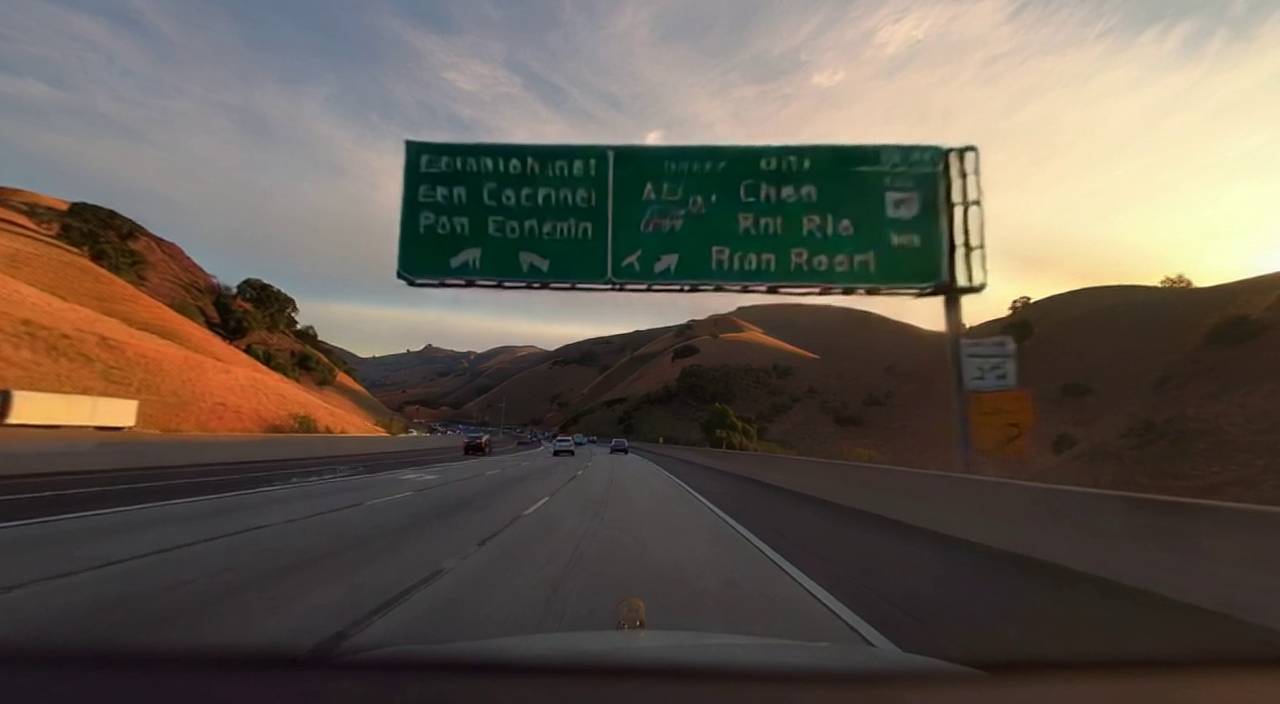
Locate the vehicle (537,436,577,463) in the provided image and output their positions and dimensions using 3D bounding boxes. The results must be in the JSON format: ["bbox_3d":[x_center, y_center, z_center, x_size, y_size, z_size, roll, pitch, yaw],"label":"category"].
[{"bbox_3d":[-5.343,6.330,41.061,2.060,1.631,4.214,0,-9,-1],"label":"vehicle"}]

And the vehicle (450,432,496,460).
[{"bbox_3d":[-12.435,7.057,47.304,2.219,1.923,4.985,0,-9,-1],"label":"vehicle"}]

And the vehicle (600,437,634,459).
[{"bbox_3d":[-1.759,7.320,47.939,2.421,1.594,4.248,0,-9,-2],"label":"vehicle"}]
